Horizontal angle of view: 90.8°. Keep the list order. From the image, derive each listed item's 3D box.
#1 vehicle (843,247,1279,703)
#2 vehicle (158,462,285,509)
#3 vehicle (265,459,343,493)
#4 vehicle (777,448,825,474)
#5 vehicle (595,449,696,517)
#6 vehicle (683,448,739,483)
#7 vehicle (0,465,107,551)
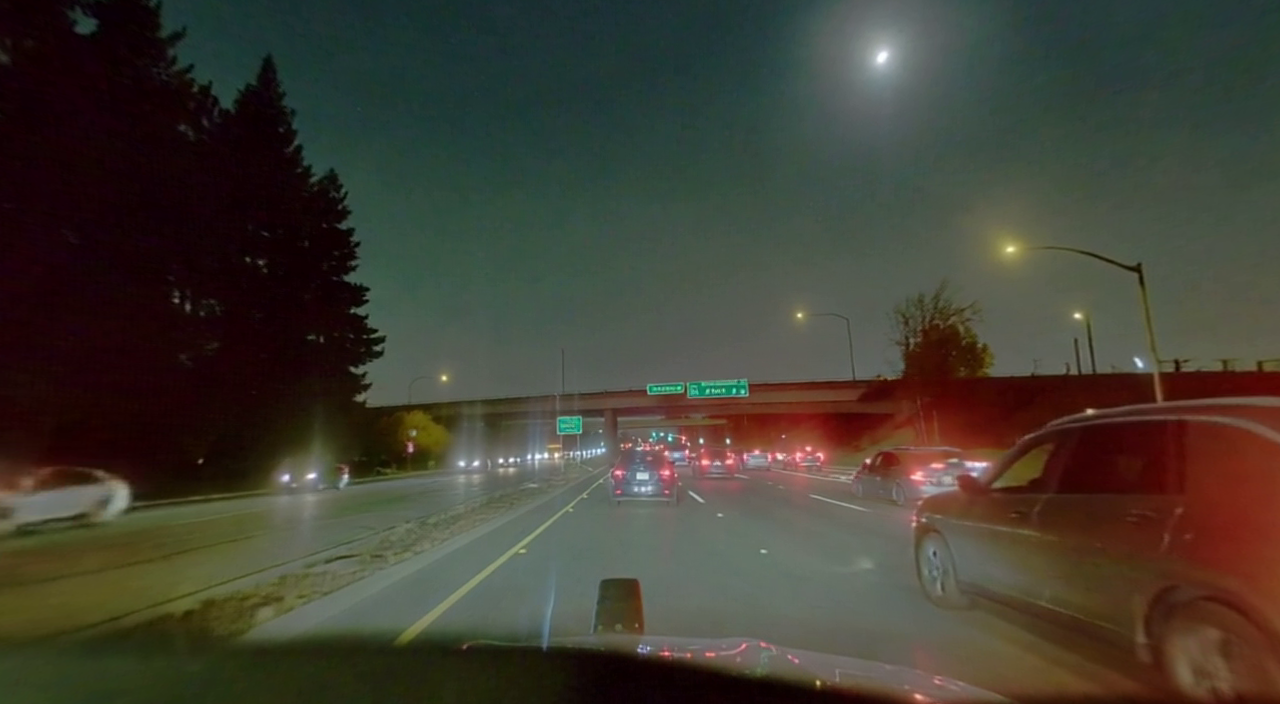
[{"bbox_3d":[3.496,0.915,3.648,2.719,2.033,5.876,0,-9,0],"label":"vehicle"},{"bbox_3d":[-15.849,5.041,24.237,1.891,1.511,4.280,0,-9,0],"label":"vehicle"},{"bbox_3d":[-19.103,7.015,36.154,1.935,1.706,4.473,0,-9,0],"label":"vehicle"},{"bbox_3d":[9.849,6.698,38.993,1.839,1.453,3.992,0,-9,-1],"label":"vehicle"},{"bbox_3d":[0.096,2.949,14.733,2.027,1.341,3.775,0,-9,-1],"label":"vehicle"},{"bbox_3d":[3.119,5.083,28.650,1.962,1.431,4.205,0,-9,-2],"label":"vehicle"},{"bbox_3d":[-12.515,2.864,11.455,1.864,1.482,4.377,0,-9,0],"label":"vehicle"}]
